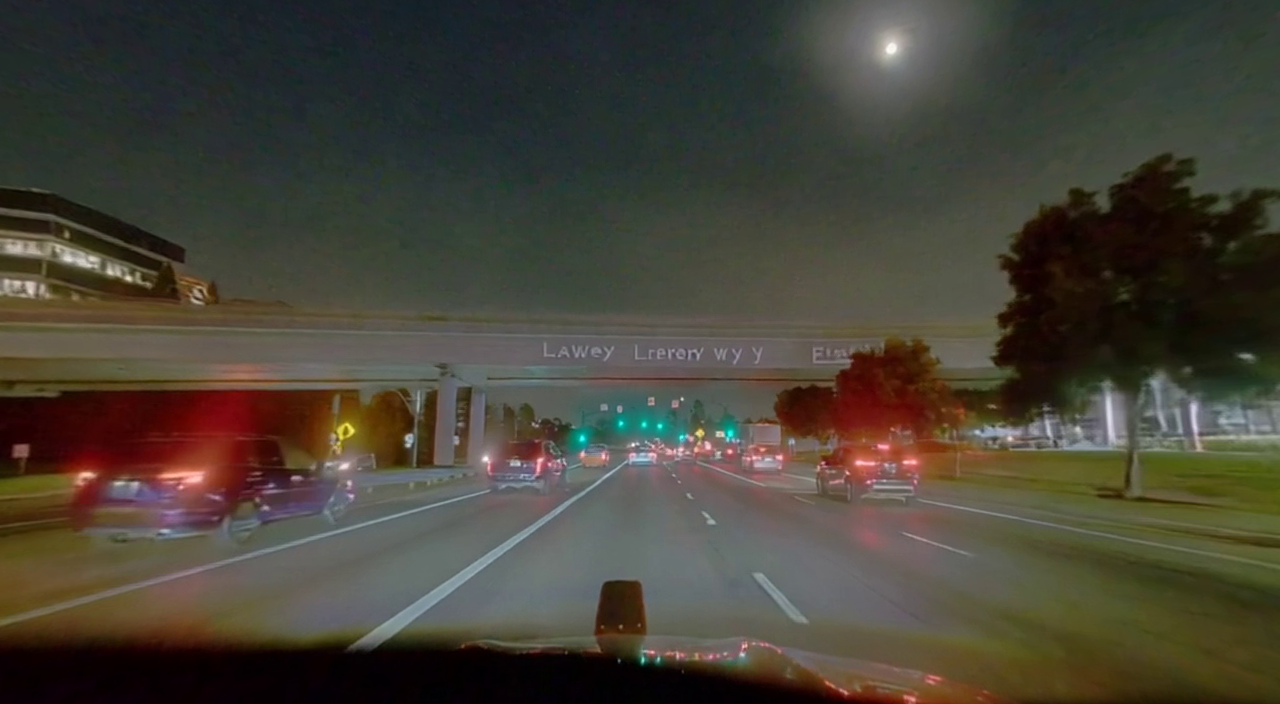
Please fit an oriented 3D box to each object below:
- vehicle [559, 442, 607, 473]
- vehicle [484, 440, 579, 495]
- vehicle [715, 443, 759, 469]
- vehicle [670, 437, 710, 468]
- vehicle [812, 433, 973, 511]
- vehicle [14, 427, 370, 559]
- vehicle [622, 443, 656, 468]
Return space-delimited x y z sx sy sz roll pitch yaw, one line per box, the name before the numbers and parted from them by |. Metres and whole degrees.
vehicle | -2.809 5.328 31.944 1.980 1.491 4.351 0 -8 1
vehicle | -3.143 3.449 19.111 2.041 1.466 4.212 0 -8 1
vehicle | 5.940 6.382 38.827 1.924 1.527 4.268 0 -8 -2
vehicle | 2.992 6.185 38.747 2.034 1.762 4.420 0 -8 -1
vehicle | 5.962 2.875 15.539 2.056 1.624 4.498 0 -8 -1
vehicle | -6.110 1.948 9.456 2.070 1.488 4.376 0 -8 1
vehicle | -0.060 6.305 38.393 2.026 1.453 3.780 0 -8 0
